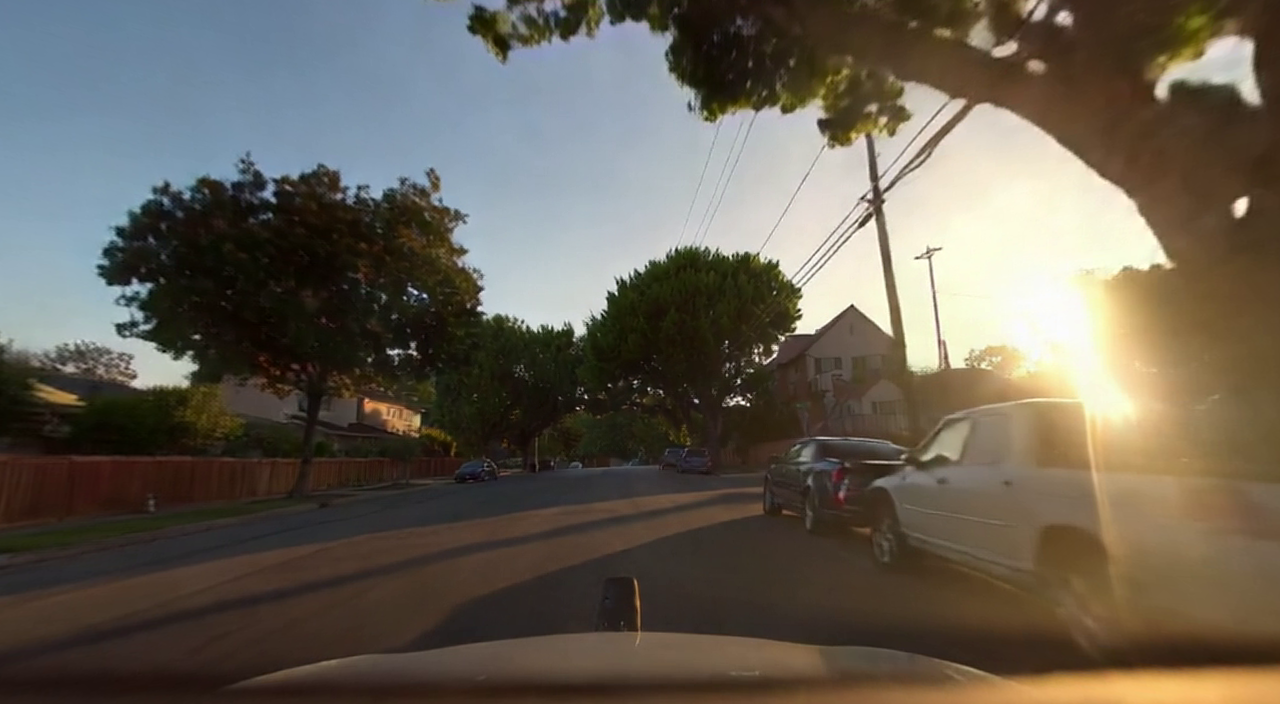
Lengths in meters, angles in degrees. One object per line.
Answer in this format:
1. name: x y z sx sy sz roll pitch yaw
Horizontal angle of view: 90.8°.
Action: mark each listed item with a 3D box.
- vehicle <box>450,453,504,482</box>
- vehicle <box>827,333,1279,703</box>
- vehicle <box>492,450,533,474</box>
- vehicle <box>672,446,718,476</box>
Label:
1. vehicle: -8.807 6.234 34.439 1.937 1.427 4.510 0 -9 -3
2. vehicle: 3.154 1.122 4.874 1.928 1.751 4.537 0 -9 -1
3. vehicle: -9.138 7.918 45.686 2.027 1.584 4.476 -1 -9 1
4. vehicle: 2.925 5.901 34.405 1.927 1.529 4.144 0 -9 -3
